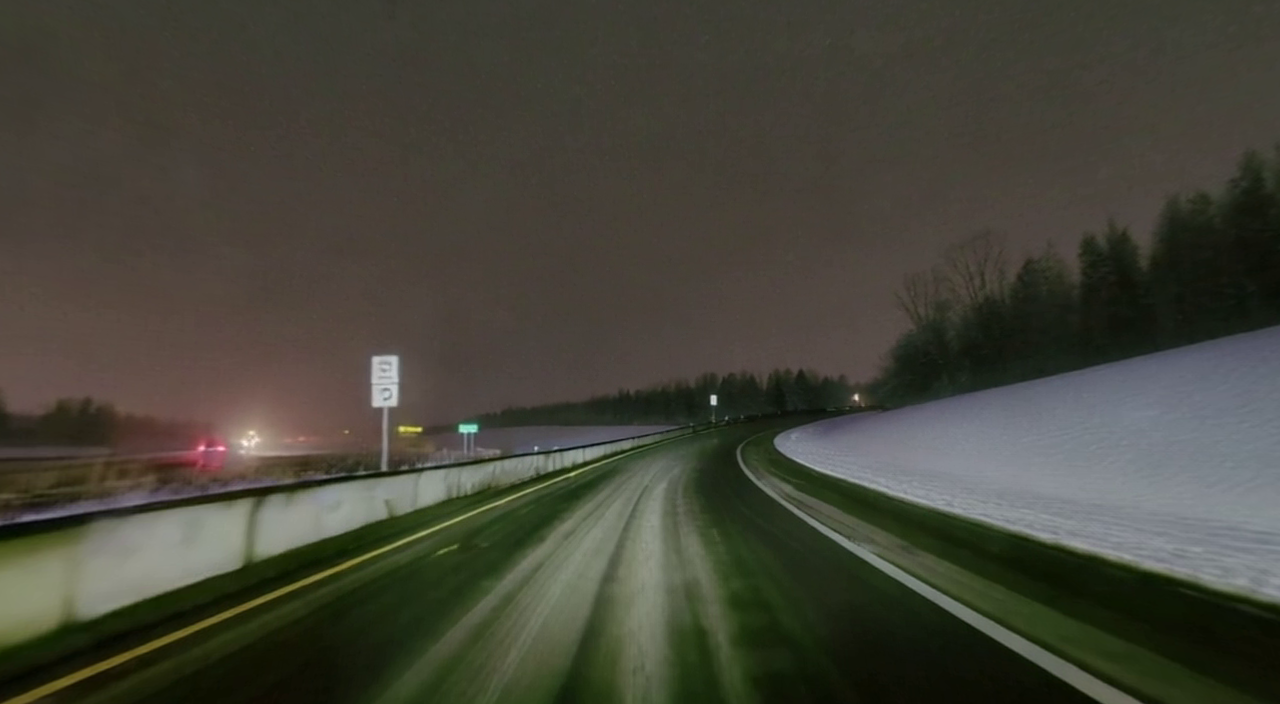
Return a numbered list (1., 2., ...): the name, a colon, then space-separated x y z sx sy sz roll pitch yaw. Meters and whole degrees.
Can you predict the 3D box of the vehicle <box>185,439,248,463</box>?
1. vehicle: -27.681 6.438 41.274 1.895 1.451 4.168 1 -8 -11
